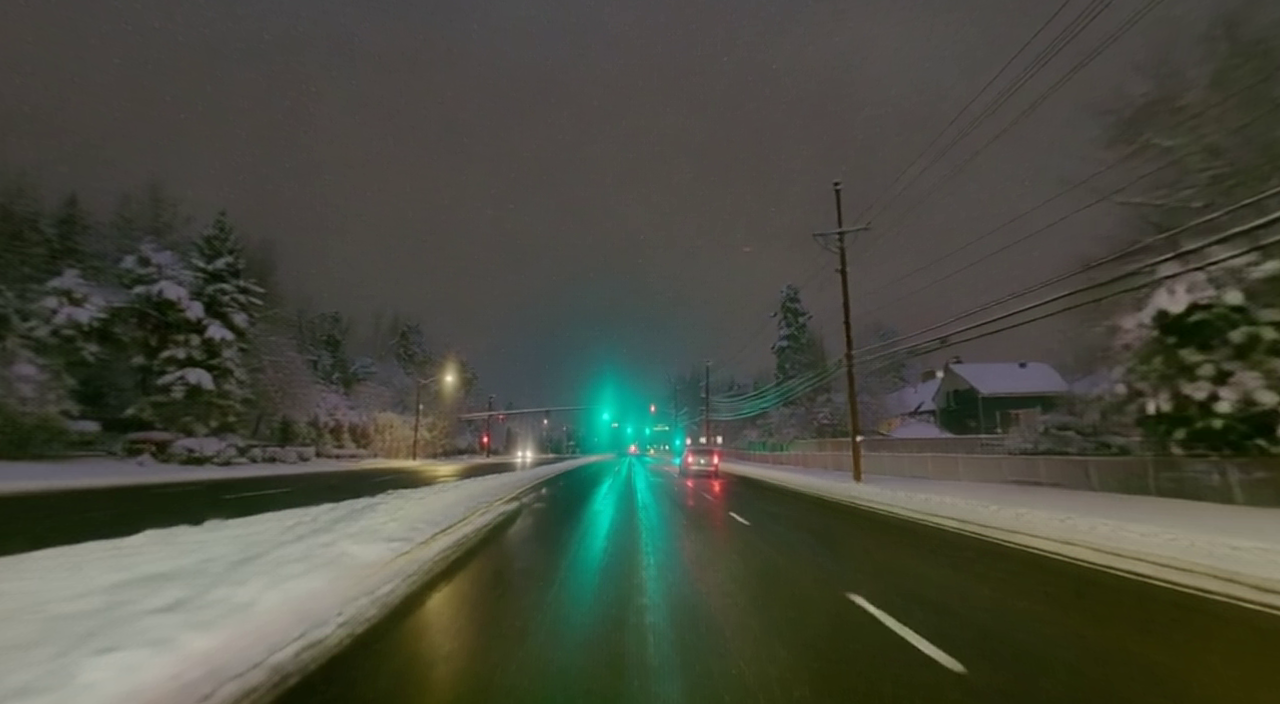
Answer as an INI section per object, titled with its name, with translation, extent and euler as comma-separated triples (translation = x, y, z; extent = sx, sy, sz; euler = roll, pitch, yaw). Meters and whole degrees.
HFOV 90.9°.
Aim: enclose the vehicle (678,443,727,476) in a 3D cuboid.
[vehicle]
translation = 3.519, 6.140, 36.334
extent = 2.240, 1.781, 4.433
euler = 0, -9, -1
